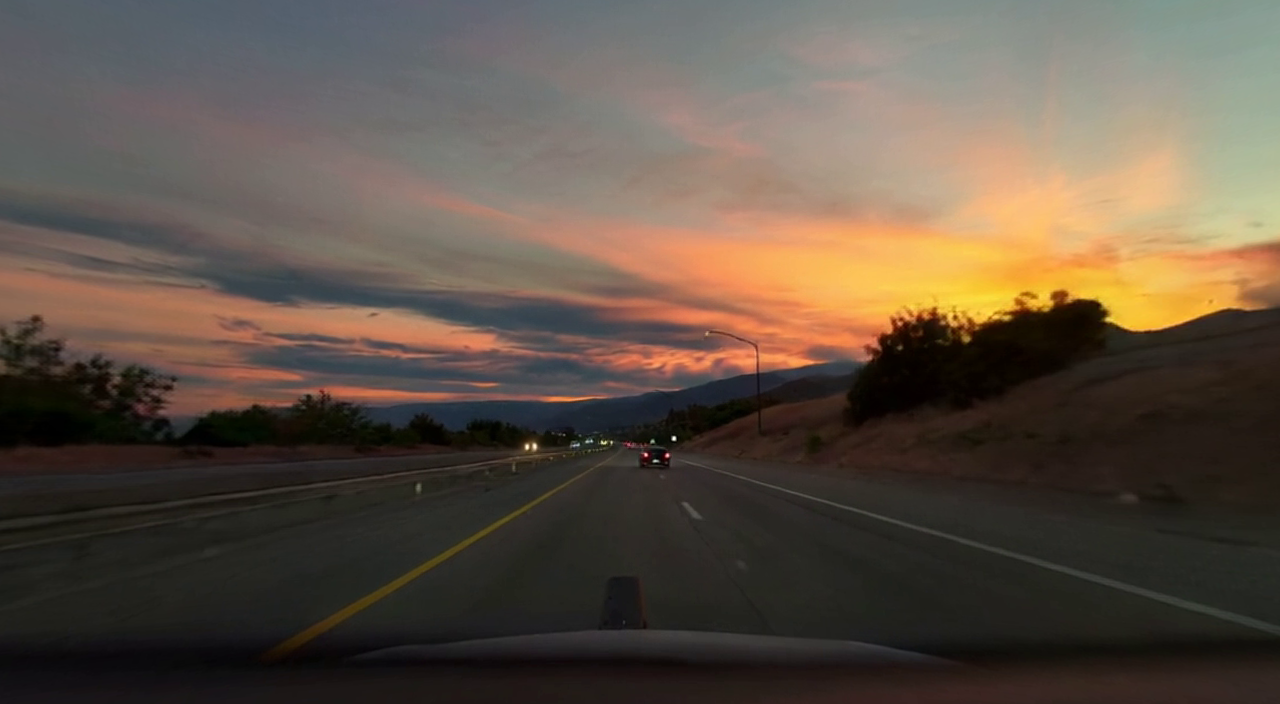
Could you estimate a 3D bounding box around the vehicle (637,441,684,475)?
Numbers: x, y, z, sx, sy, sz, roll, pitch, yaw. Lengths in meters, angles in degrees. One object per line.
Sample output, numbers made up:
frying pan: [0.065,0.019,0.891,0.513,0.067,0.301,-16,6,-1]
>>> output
vehicle: [0.880,4.939,29.659,1.991,1.475,4.302,0,-8,-1]
